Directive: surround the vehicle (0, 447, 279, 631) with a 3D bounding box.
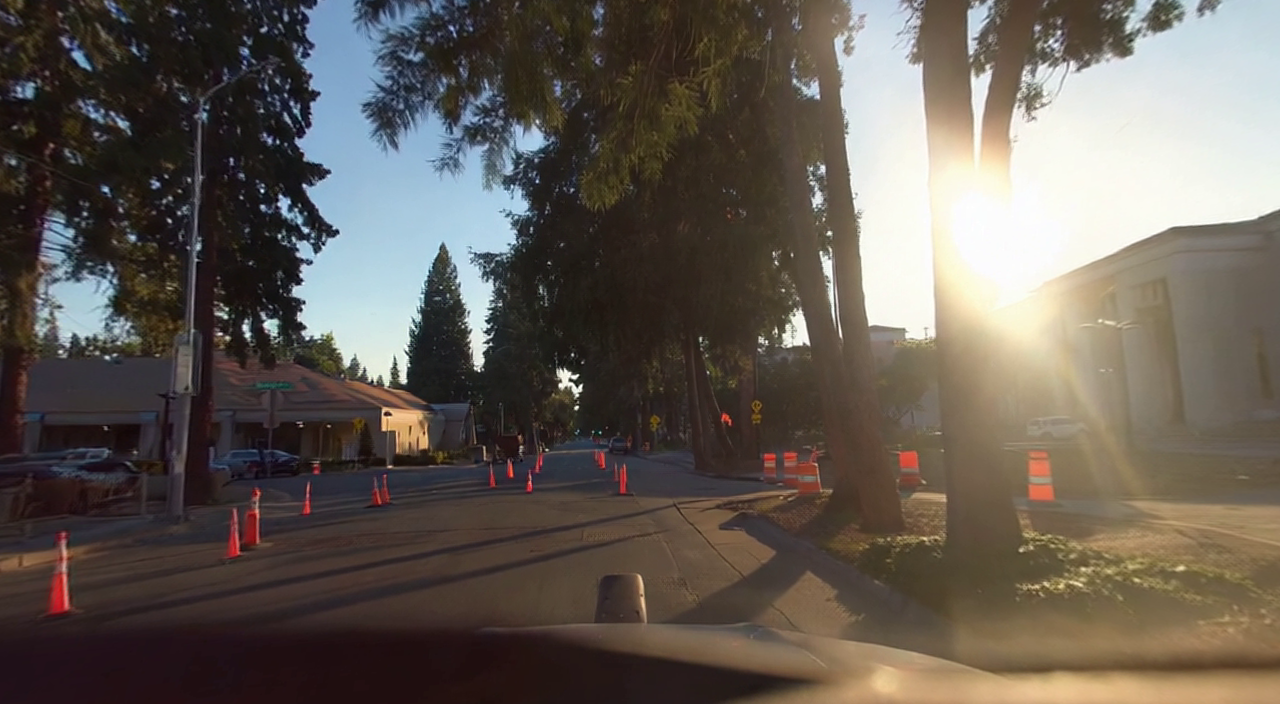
[{"bbox_3d":[-7.608,1.959,7.222,2.961,1.701,7.563,1,-9,-4],"label":"vehicle"}]
